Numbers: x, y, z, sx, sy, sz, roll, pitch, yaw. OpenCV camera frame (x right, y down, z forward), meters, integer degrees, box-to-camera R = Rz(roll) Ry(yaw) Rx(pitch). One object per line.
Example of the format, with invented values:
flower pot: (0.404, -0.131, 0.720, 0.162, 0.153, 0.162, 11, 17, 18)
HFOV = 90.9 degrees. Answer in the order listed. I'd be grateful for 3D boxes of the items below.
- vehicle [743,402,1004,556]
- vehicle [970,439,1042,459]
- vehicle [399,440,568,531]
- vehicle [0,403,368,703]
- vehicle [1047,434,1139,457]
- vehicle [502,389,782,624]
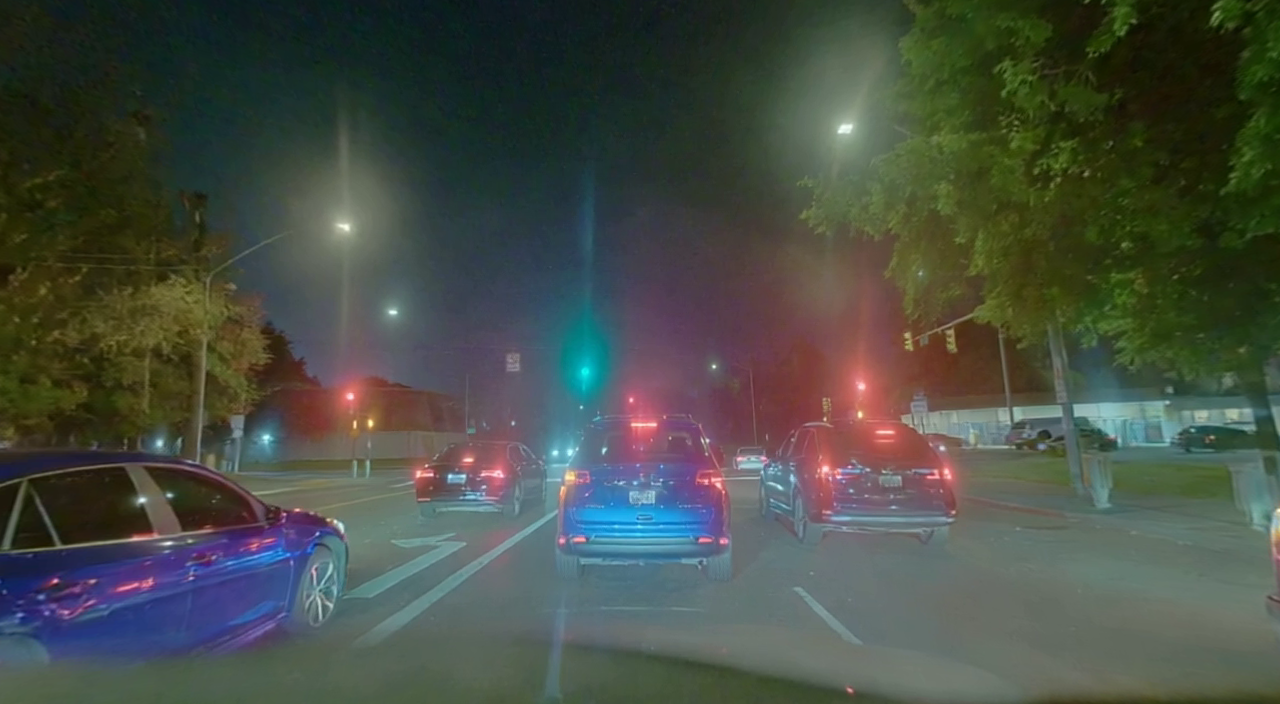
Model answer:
vehicle: (3.346, 1.982, 10.615, 2.408, 1.908, 5.355, 0, -8, 1)
vehicle: (26.528, 7.025, 45.808, 4.180, 1.376, 1.583, 0, -8, 2)
vehicle: (-2.813, 2.512, 12.585, 2.072, 1.450, 4.612, 0, -8, 1)
vehicle: (-3.068, 0.984, 2.542, 1.909, 1.476, 4.751, 0, -8, -1)
vehicle: (32.764, 6.769, 45.725, 4.869, 1.622, 2.230, 0, -8, 0)
vehicle: (0.030, 1.457, 6.810, 2.113, 1.768, 3.901, 0, -8, 0)
